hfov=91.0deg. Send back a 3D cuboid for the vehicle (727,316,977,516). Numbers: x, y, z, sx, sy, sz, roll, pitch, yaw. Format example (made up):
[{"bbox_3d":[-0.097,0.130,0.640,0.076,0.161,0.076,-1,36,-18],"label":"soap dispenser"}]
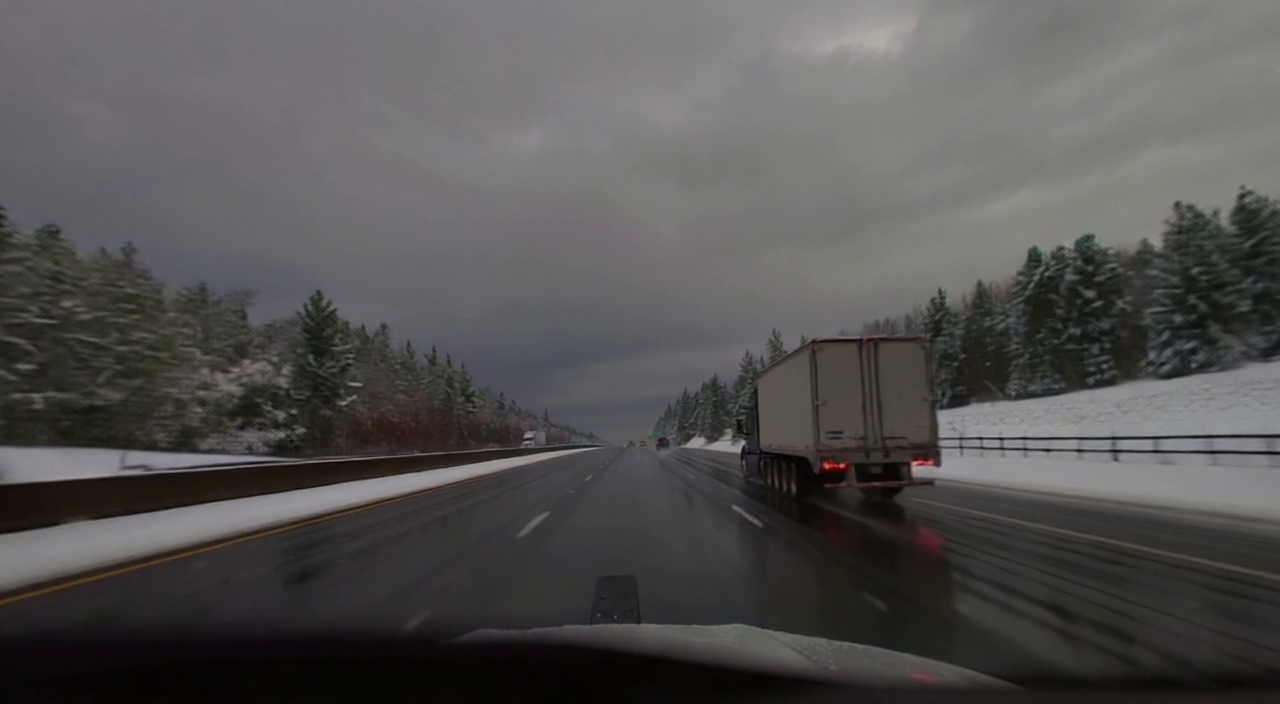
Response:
[{"bbox_3d":[4.097,1.585,14.522,2.766,3.349,7.796,0,-8,-2],"label":"vehicle"}]

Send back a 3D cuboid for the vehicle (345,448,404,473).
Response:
[{"bbox_3d":[-16.849,6.878,40.122,1.823,1.460,4.504,0,-8,-1],"label":"vehicle"}]
